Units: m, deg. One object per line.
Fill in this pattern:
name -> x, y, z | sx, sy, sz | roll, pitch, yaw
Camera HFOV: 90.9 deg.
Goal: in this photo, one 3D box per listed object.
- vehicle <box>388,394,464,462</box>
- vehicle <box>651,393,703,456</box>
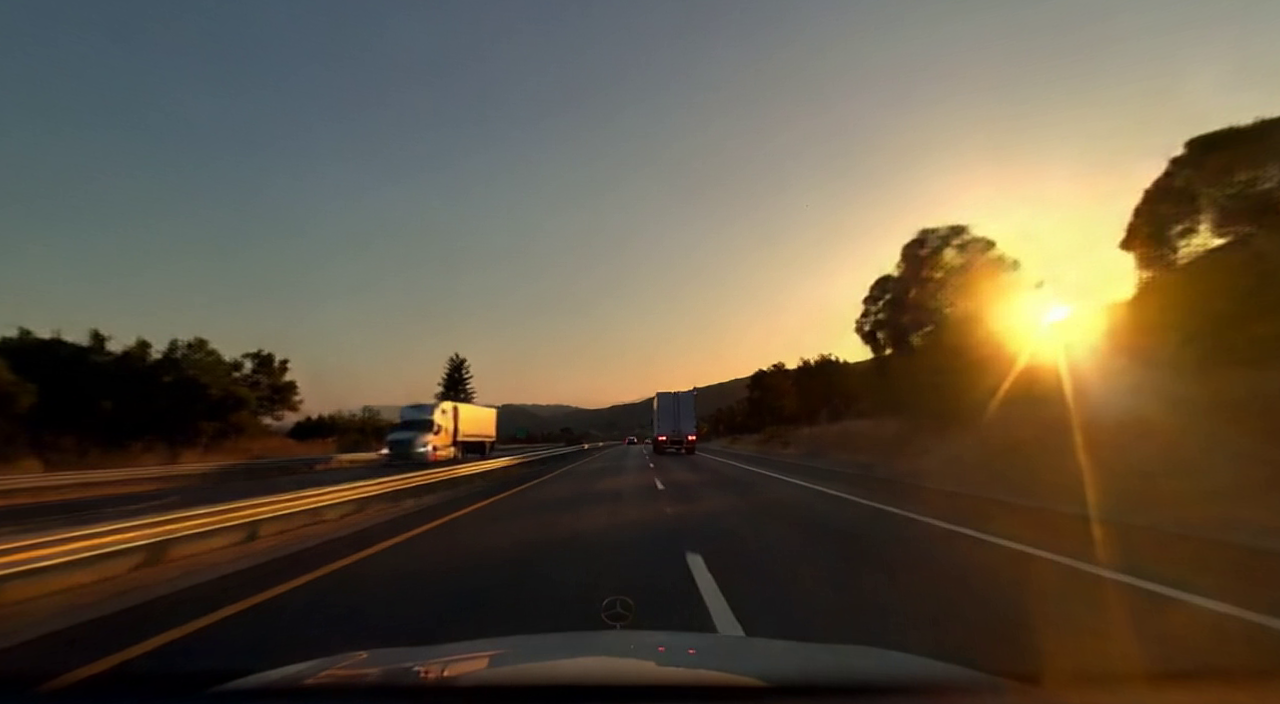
vehicle -> -14.655, 5.306, 43.734 | 2.993, 4.321, 6.272 | 0, -8, 0
vehicle -> 2.504, 5.577, 47.561 | 2.924, 4.024, 13.639 | 0, -8, -1
